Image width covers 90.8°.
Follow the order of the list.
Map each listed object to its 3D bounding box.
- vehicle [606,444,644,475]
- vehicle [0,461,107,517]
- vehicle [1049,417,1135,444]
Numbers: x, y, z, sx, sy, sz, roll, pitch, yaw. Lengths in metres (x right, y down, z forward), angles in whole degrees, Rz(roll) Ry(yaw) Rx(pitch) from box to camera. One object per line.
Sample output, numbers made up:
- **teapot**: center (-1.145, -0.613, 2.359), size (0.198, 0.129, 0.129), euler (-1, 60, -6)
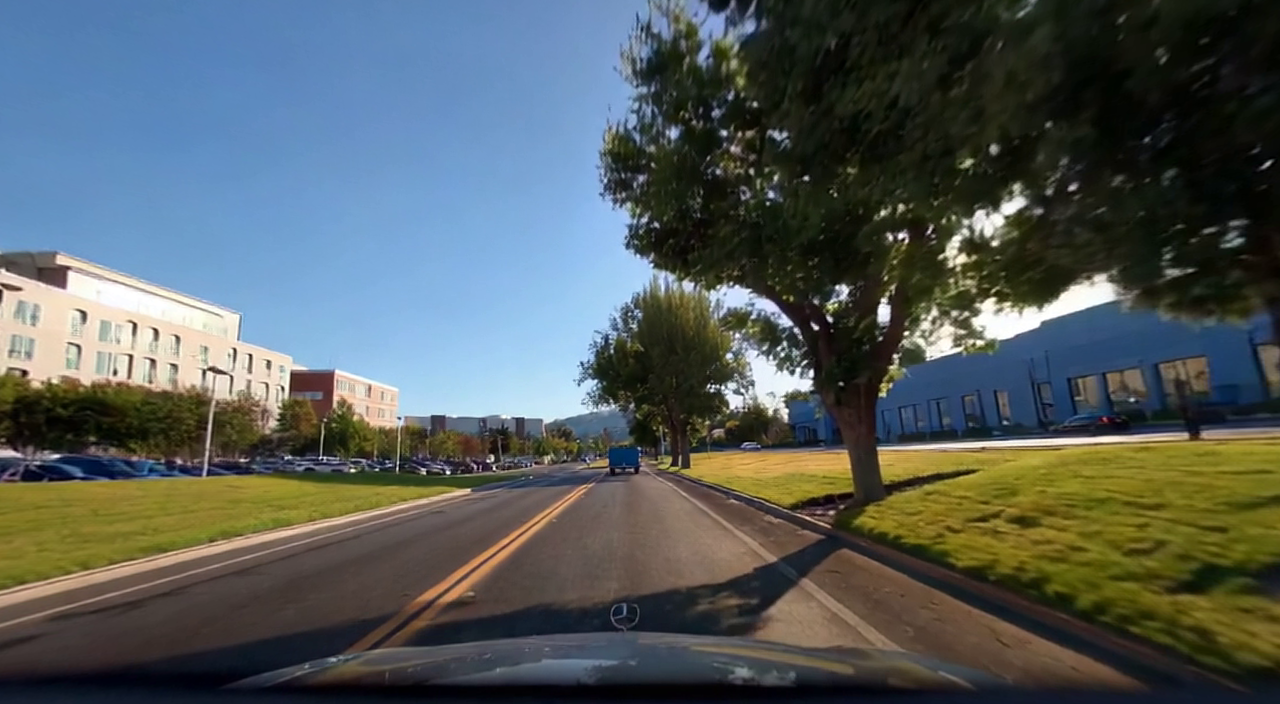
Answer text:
- **vehicle**: center (-1.105, 7.740, 45.546), size (2.556, 2.063, 5.578), euler (1, -9, -2)
- **vehicle**: center (-20.136, 4.495, 21.093), size (1.959, 1.636, 4.266), euler (4, -10, -18)
- **vehicle**: center (27.383, 4.820, 38.431), size (1.816, 1.517, 3.920), euler (2, -9, -11)
